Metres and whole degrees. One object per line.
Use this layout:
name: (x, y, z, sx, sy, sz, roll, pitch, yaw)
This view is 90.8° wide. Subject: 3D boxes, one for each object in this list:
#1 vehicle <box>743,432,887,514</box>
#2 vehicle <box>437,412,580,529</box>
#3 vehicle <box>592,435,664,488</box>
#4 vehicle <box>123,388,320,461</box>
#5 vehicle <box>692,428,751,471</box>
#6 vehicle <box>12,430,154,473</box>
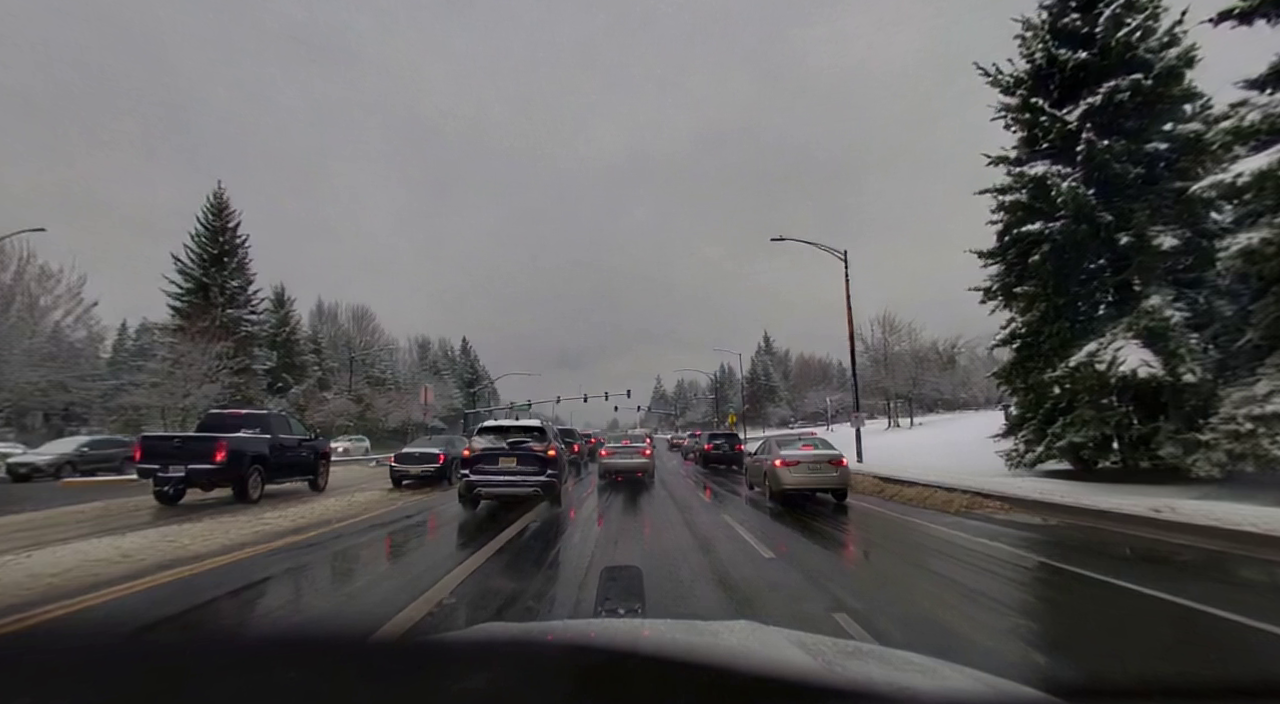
vehicle: (3.526, 2.504, 13.615, 1.884, 1.463, 4.195, 0, -8, 0)
vehicle: (-2.333, 2.175, 12.248, 2.111, 1.745, 5.274, 1, -8, -8)
vehicle: (-0.344, 3.410, 20.062, 2.030, 1.477, 4.330, 0, -8, 0)
vehicle: (-27.950, 5.248, 43.845, 3.181, 4.189, 14.107, -1, -8, 4)
vehicle: (3.699, 4.510, 29.368, 2.099, 1.845, 4.363, 0, -8, -1)
vehicle: (-23.677, 4.259, 27.140, 2.005, 1.683, 4.409, 0, -8, 1)
